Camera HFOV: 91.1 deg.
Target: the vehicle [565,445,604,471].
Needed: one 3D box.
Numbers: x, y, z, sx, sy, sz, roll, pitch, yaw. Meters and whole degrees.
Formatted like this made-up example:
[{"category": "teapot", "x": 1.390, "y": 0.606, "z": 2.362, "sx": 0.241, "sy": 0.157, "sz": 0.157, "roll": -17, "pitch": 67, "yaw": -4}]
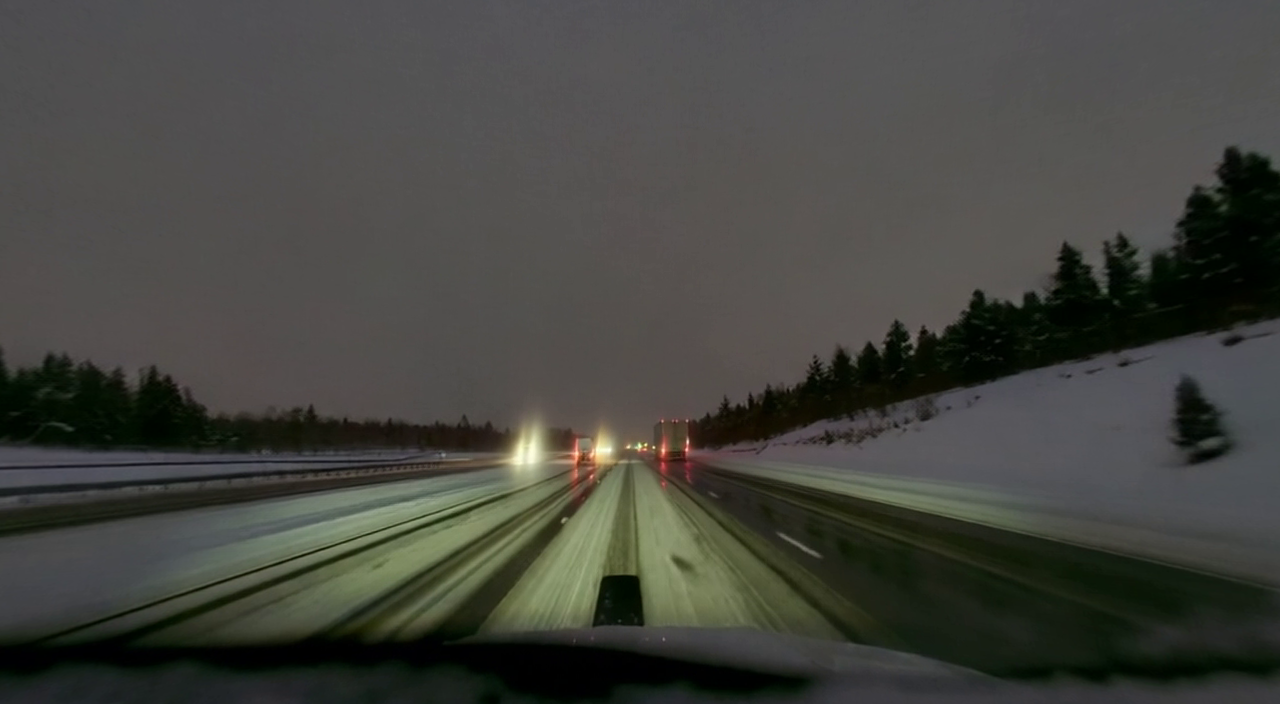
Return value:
[{"category": "vehicle", "x": -3.404, "y": 6.630, "z": 39.395, "sx": 2.100, "sy": 1.525, "sz": 4.179, "roll": 0, "pitch": -9, "yaw": -1}]
